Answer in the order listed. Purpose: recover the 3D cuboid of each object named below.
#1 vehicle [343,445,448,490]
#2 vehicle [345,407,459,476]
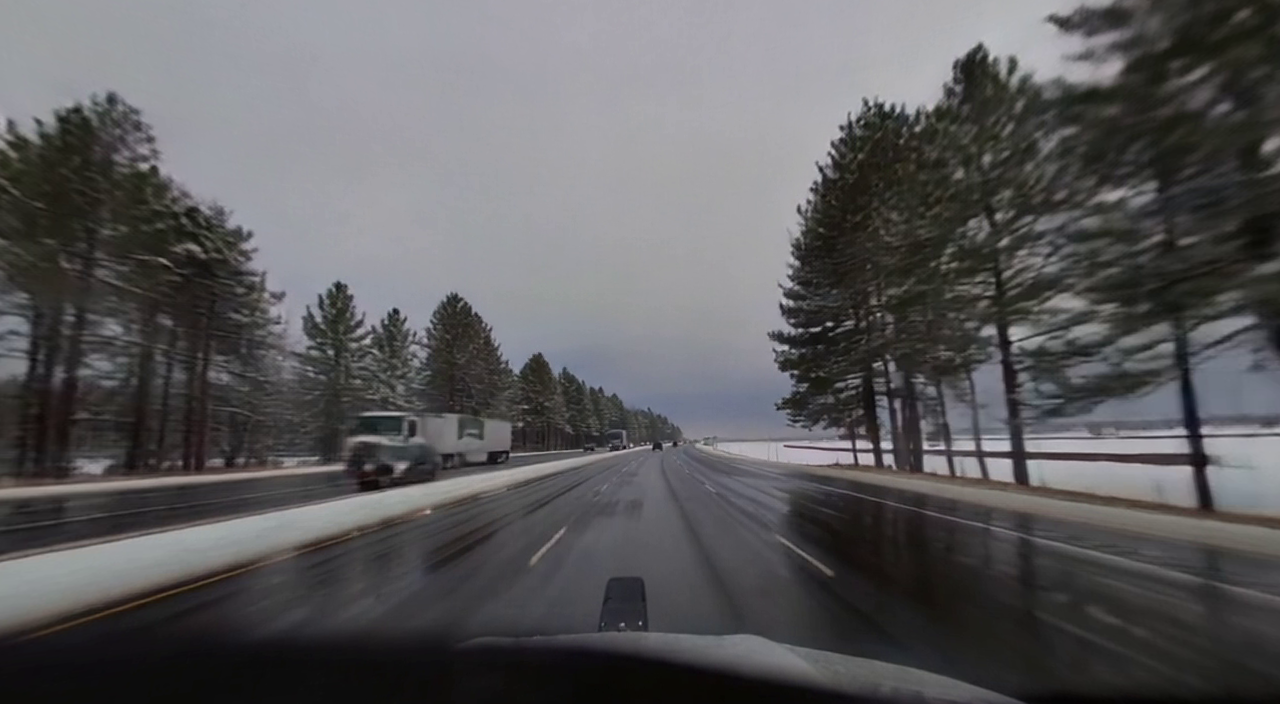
[{"bbox_3d":[-8.823,4.183,23.279,1.932,1.463,4.687,0,-8,1],"label":"vehicle"},{"bbox_3d":[-12.982,5.044,35.381,2.946,3.349,8.320,0,-8,1],"label":"vehicle"}]
